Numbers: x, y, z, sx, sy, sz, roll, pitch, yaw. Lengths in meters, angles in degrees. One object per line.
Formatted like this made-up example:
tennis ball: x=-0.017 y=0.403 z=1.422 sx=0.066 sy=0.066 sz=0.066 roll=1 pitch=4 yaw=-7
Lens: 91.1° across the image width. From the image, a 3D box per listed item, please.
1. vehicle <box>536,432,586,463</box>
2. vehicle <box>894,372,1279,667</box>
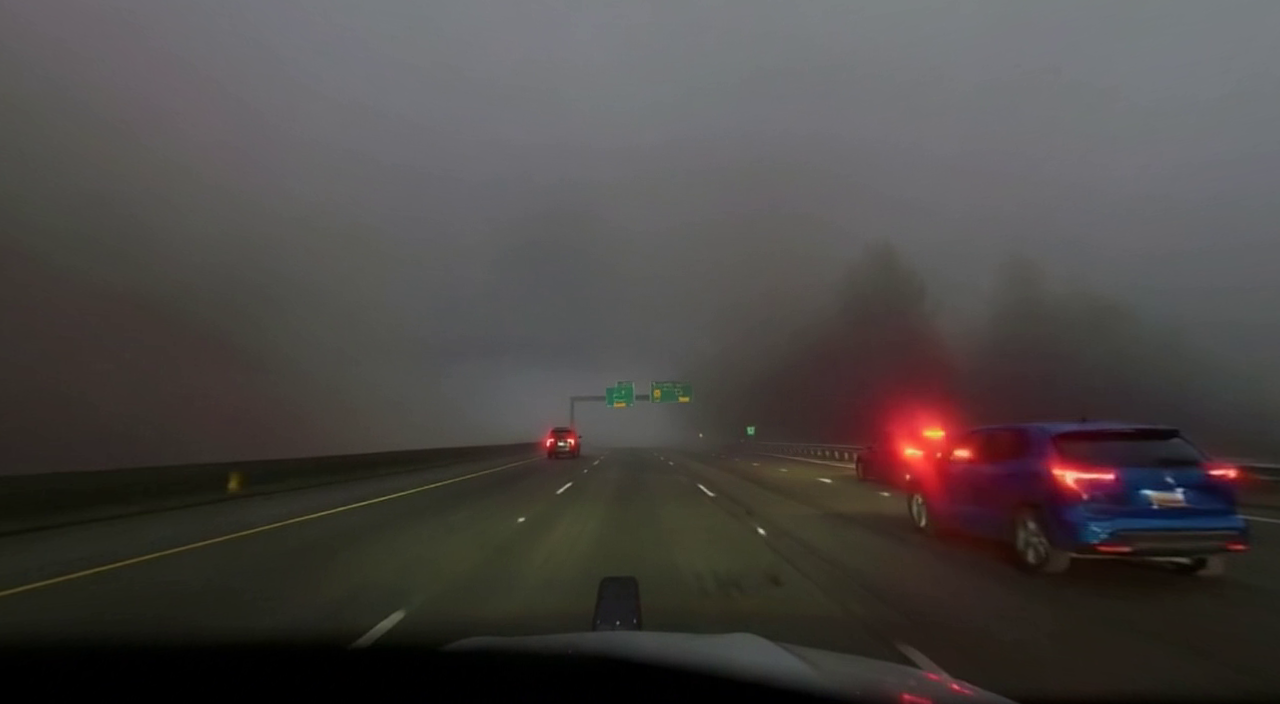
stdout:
vehicle: x=-3.951 y=4.835 z=32.173 sx=2.032 sy=1.465 sz=4.316 roll=0 pitch=-8 yaw=-1
vehicle: x=4.127 y=1.169 z=5.484 sx=2.011 sy=1.576 sz=4.060 roll=0 pitch=-8 yaw=-2
